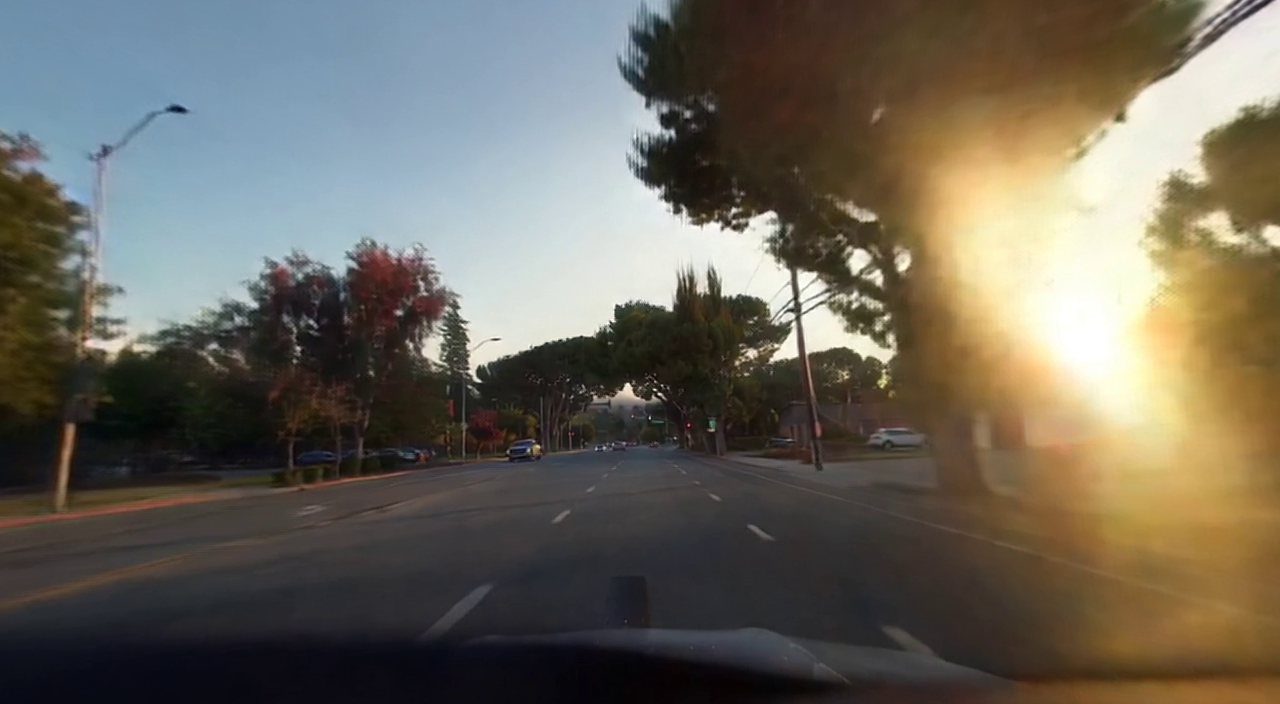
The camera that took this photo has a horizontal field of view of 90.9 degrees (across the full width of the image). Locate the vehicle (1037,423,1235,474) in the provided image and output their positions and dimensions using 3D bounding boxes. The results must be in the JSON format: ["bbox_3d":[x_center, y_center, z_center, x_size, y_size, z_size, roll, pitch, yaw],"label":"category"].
[{"bbox_3d":[14.687,2.919,18.965,4.253,1.397,1.717,-3,-9,18],"label":"vehicle"}]

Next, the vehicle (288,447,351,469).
[{"bbox_3d":[-22.061,7.310,43.493,3.459,1.419,1.631,-1,-9,-2],"label":"vehicle"}]

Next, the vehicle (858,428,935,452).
[{"bbox_3d":[18.520,6.377,45.628,4.591,1.718,2.107,0,-9,-3],"label":"vehicle"}]
